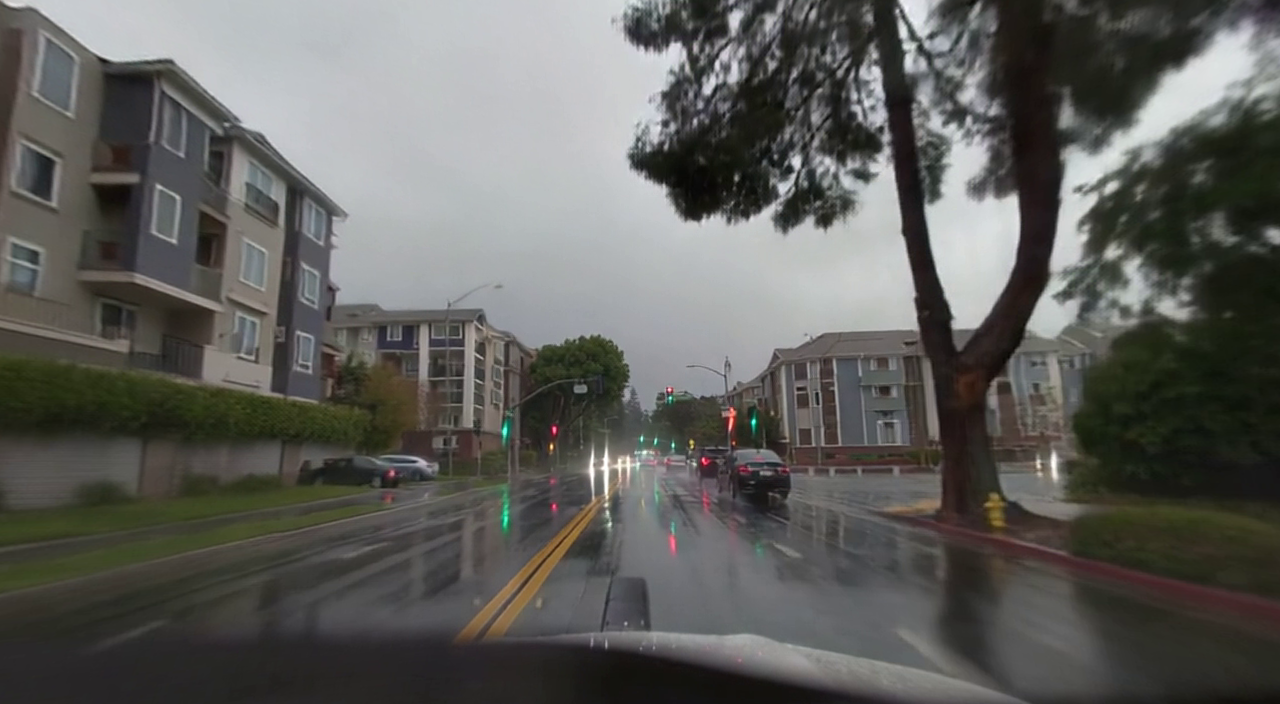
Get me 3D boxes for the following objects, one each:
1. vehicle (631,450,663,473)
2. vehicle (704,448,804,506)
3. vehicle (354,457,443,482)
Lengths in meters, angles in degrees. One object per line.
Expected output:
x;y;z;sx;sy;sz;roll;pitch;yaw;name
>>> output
0.419;7.560;43.547;2.097;1.463;4.043;0;-9;-1;vehicle
3.238;3.650;18.945;2.078;1.488;4.741;0;-9;-1;vehicle
-15.160;7.378;39.736;4.727;1.483;2.002;-1;-9;3;vehicle
